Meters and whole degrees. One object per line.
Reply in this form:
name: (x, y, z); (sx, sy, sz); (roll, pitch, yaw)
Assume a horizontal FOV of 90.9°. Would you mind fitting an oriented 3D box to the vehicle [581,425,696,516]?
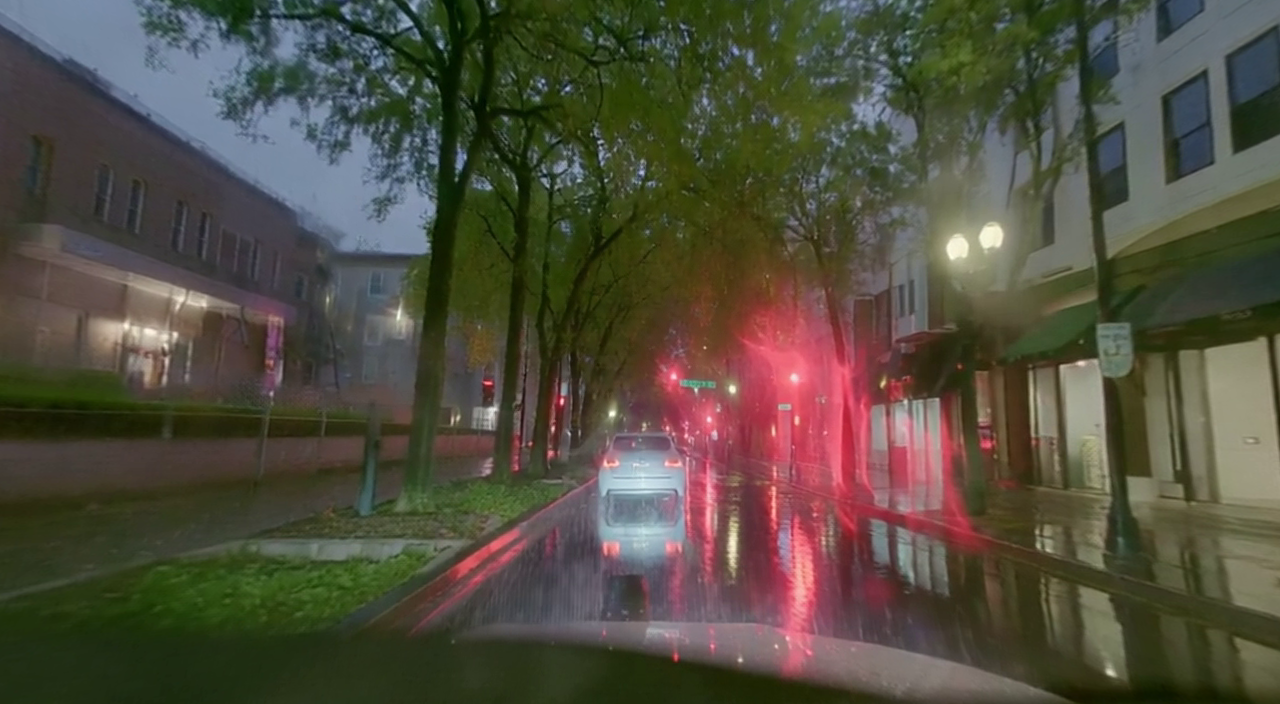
vehicle: (-0.069, 2.449, 13.439); (2.079, 1.621, 3.861); (0, -9, -1)
